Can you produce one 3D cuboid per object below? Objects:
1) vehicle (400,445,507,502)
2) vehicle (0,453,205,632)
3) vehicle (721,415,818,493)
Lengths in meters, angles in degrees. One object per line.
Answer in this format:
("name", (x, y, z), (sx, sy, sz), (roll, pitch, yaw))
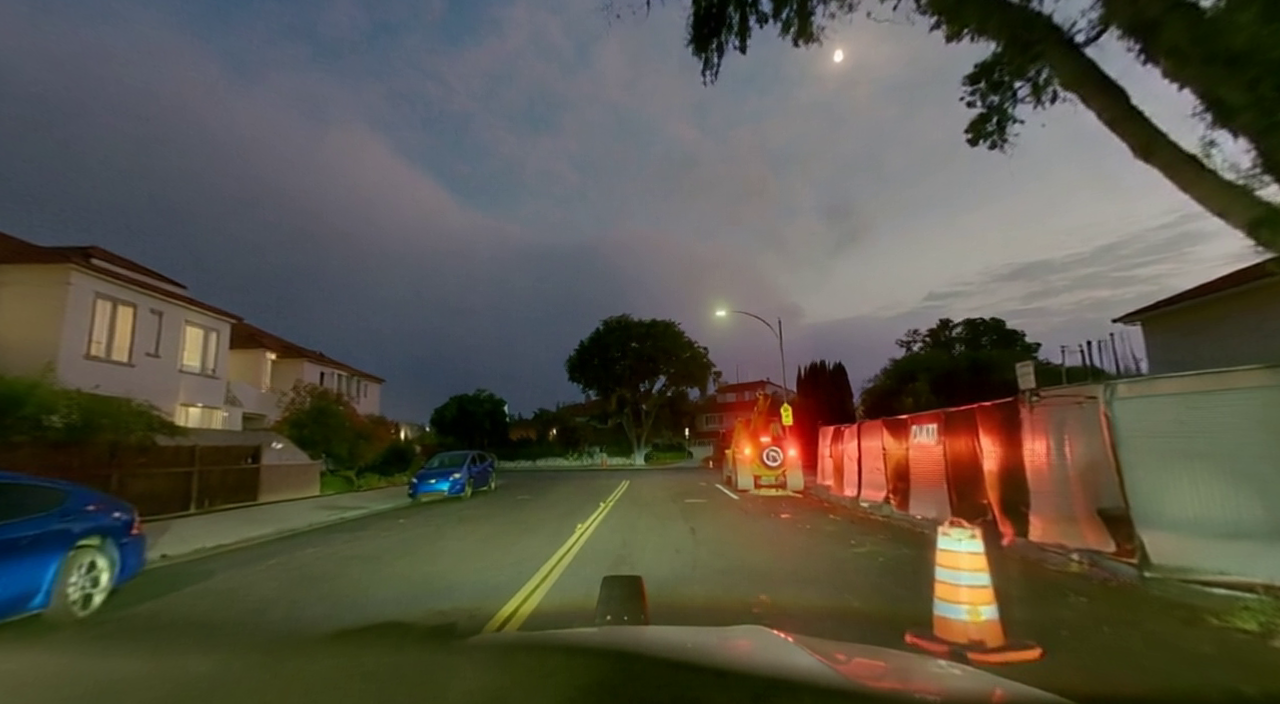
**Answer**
("vehicle", (-6.431, 4.213, 22.425), (2.220, 1.765, 4.799), (0, -8, 1))
("vehicle", (-6.496, 1.667, 5.419), (1.974, 1.479, 4.888), (0, -8, 1))
("vehicle", (4.644, 3.753, 23.219), (2.501, 2.613, 3.505), (1, -9, -6))
